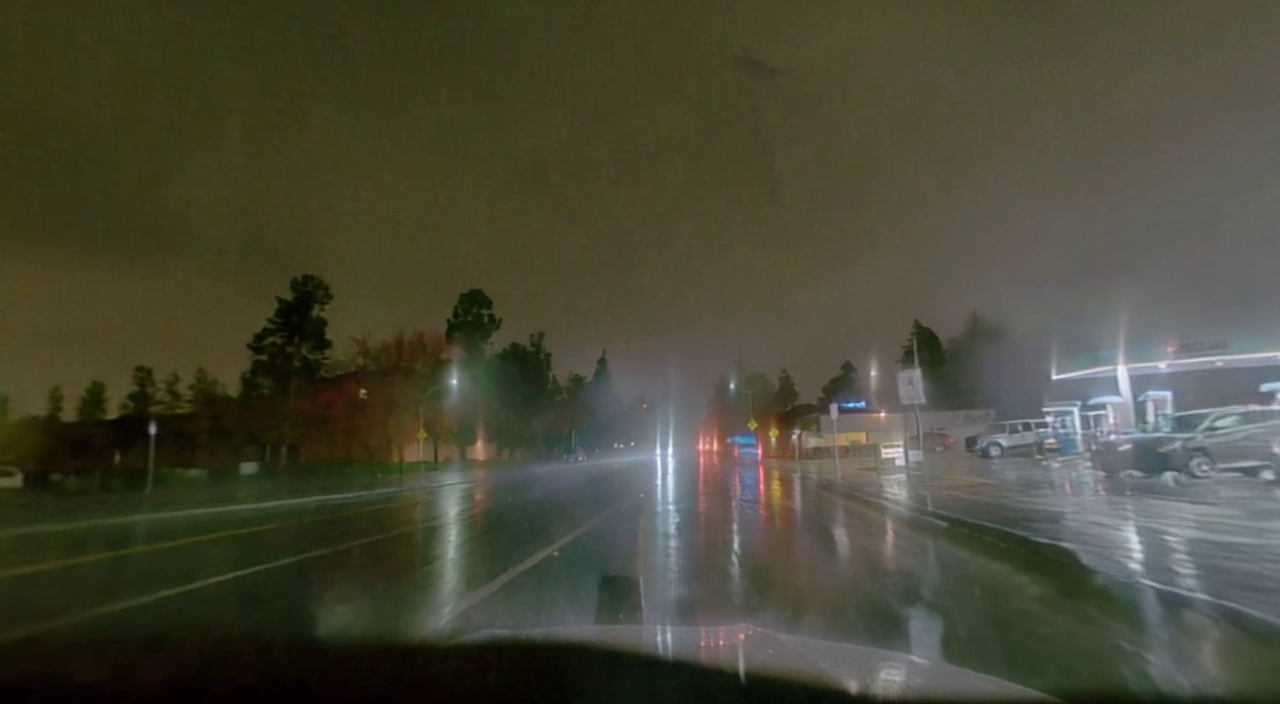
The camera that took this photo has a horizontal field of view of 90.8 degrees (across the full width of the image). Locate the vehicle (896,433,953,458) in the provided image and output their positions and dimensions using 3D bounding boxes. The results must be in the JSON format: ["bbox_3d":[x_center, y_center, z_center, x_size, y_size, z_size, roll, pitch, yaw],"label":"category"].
[{"bbox_3d":[17.464,5.792,38.996,1.919,1.411,4.440,-1,-9,7],"label":"vehicle"}]

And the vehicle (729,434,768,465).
[{"bbox_3d":[6.932,6.301,40.995,2.194,1.896,5.049,-1,-9,7],"label":"vehicle"}]
